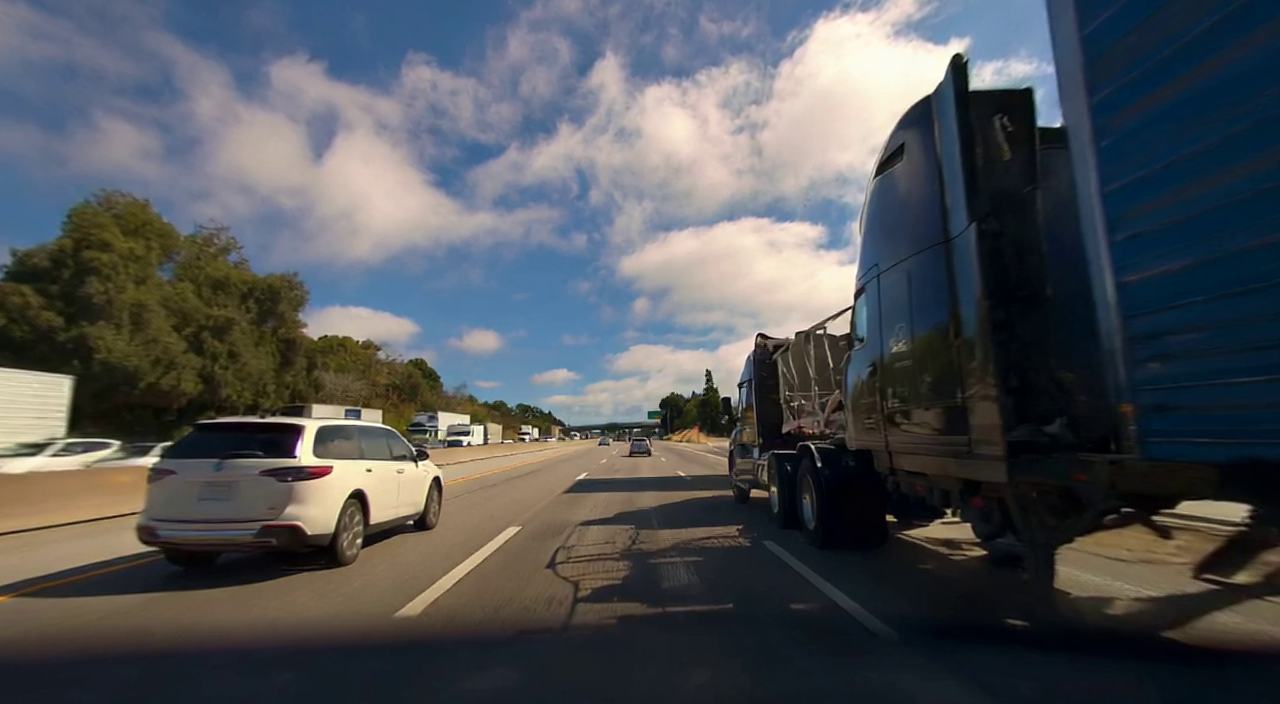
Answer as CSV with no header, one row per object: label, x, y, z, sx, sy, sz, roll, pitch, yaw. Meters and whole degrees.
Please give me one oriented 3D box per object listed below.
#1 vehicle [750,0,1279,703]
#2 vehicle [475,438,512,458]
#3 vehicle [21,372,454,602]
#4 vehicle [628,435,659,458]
vehicle,3.594,-0.218,4.496,2.899,4.264,14.325,1,-8,-1
vehicle,-11.298,7.461,48.855,1.891,1.475,3.958,0,-8,1
vehicle,-4.032,1.423,7.618,2.115,1.887,4.721,0,-8,0
vehicle,0.236,6.583,44.068,2.051,1.528,4.265,0,-8,0
